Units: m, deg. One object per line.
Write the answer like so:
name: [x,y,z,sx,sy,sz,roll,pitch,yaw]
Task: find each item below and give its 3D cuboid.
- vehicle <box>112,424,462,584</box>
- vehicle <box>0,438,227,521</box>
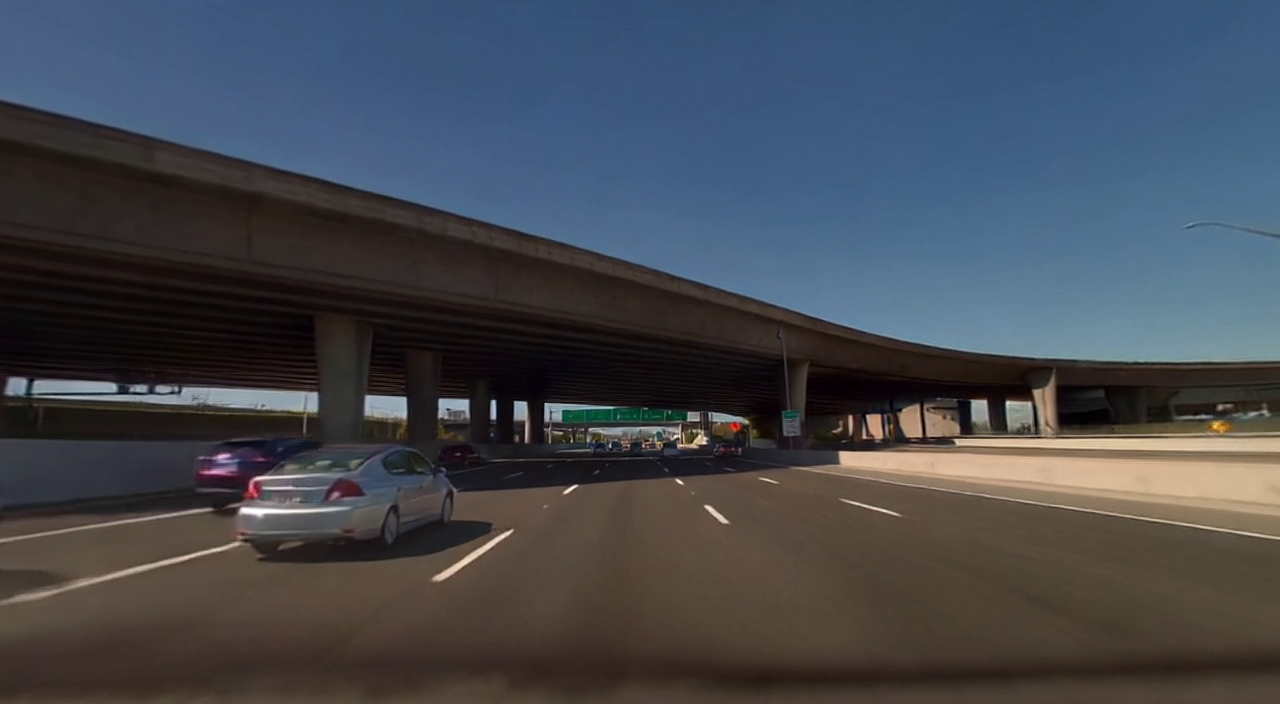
vehicle: [-4.049,1.799,8.400,2.051,1.516,4.493,0,-8,0]
vehicle: [-11.576,2.662,13.842,1.928,1.472,4.646,0,-8,0]
